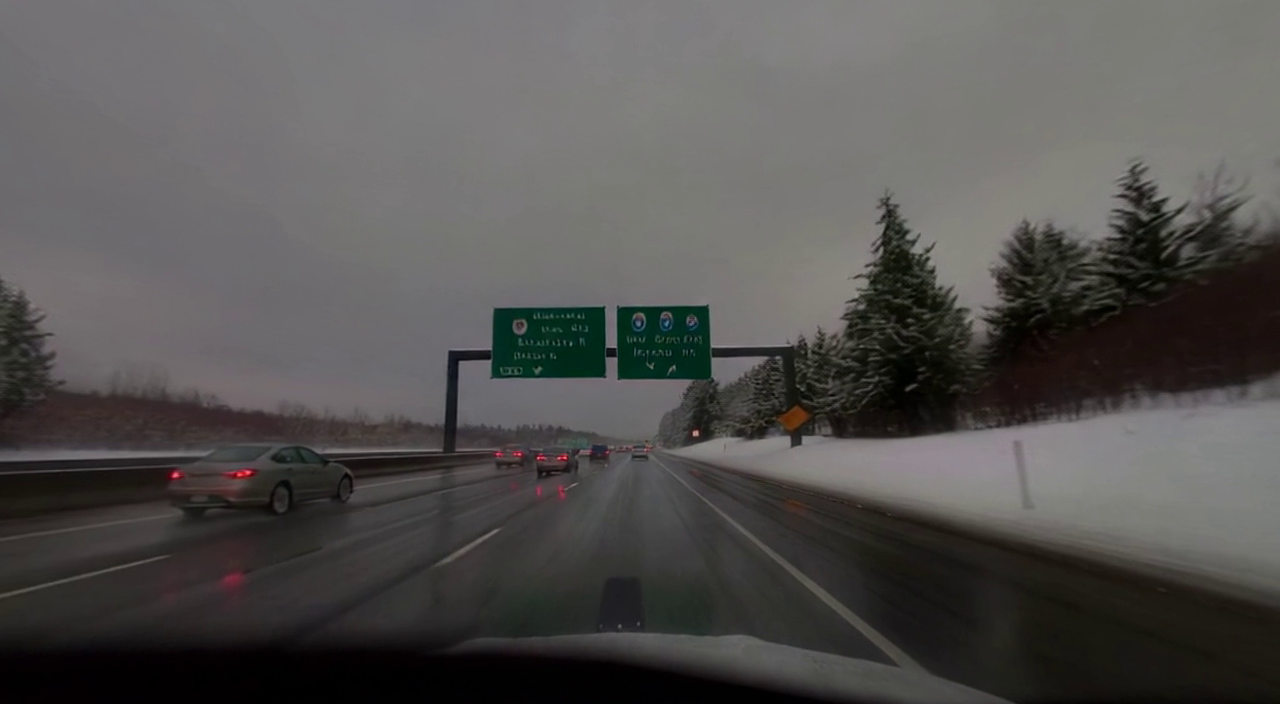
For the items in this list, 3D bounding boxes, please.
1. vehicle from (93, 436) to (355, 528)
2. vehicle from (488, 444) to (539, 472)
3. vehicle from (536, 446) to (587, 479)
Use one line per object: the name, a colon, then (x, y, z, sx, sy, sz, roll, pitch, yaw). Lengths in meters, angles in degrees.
vehicle: (-7.936, 2.511, 12.792, 2.009, 1.500, 4.741, 0, -9, 1)
vehicle: (-7.485, 6.296, 37.745, 2.091, 1.558, 4.220, 0, -9, 0)
vehicle: (-3.579, 5.124, 29.453, 1.924, 1.436, 3.915, 0, -9, 0)
